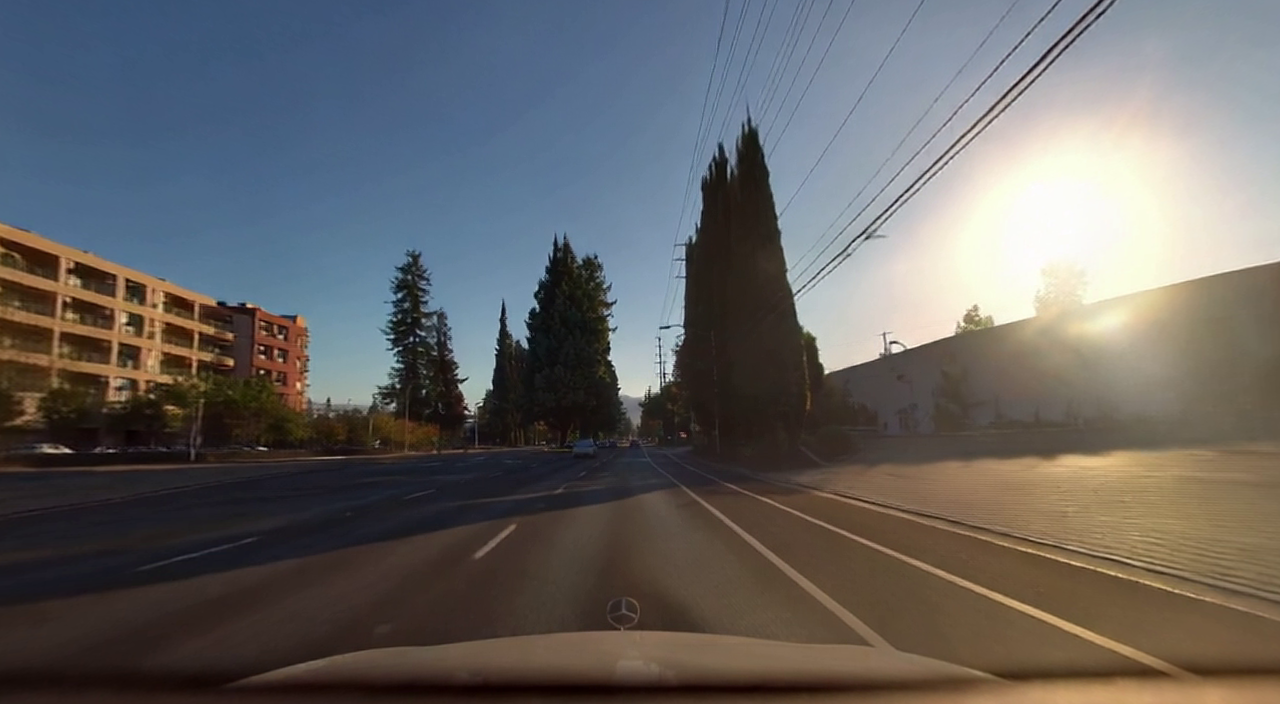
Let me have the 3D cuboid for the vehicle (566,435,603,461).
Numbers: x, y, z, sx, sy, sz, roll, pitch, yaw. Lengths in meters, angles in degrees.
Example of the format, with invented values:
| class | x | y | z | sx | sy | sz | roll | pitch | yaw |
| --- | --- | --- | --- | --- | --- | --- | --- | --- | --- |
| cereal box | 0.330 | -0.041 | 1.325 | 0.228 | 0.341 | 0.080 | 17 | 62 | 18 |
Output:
| class | x | y | z | sx | sy | sz | roll | pitch | yaw |
| --- | --- | --- | --- | --- | --- | --- | --- | --- | --- |
| vehicle | -3.692 | 6.485 | 42.815 | 2.121 | 1.654 | 3.993 | 0 | -8 | 0 |
